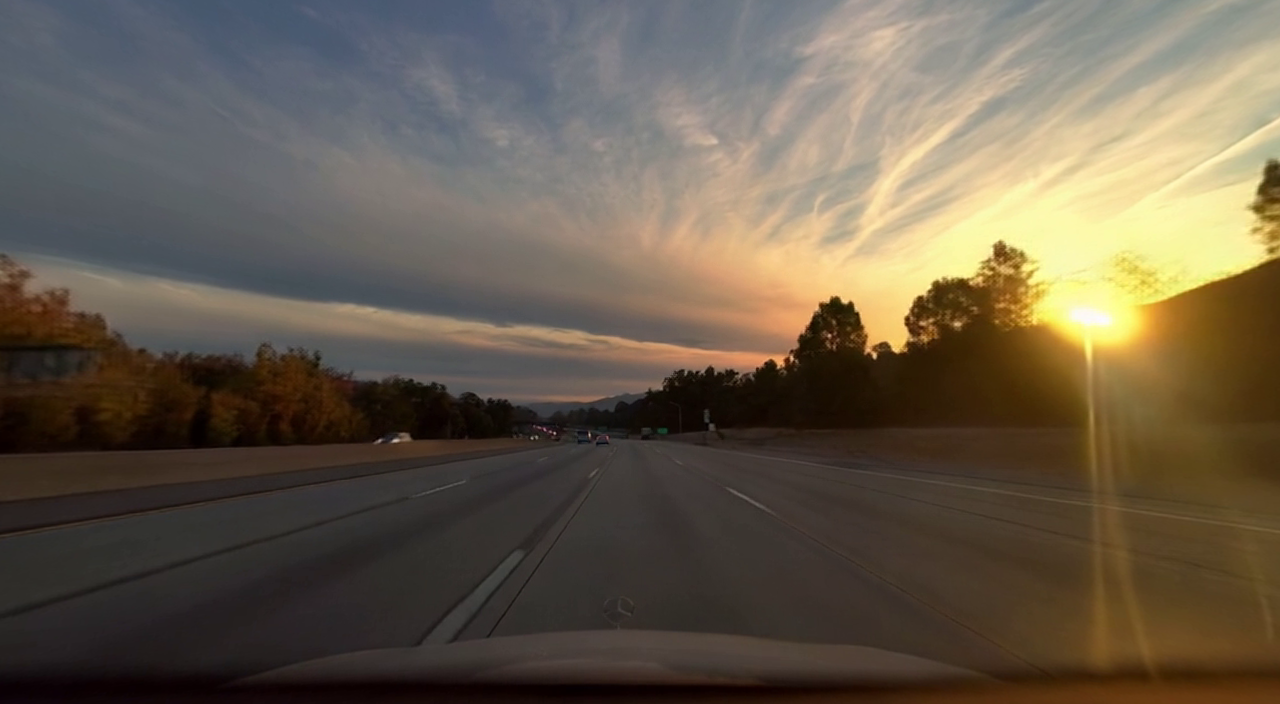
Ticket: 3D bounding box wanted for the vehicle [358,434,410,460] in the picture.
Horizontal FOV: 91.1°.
[{"bbox_3d":[-19.665,7.290,48.490,2.079,1.881,4.761,0,-8,-1],"label":"vehicle"}]
